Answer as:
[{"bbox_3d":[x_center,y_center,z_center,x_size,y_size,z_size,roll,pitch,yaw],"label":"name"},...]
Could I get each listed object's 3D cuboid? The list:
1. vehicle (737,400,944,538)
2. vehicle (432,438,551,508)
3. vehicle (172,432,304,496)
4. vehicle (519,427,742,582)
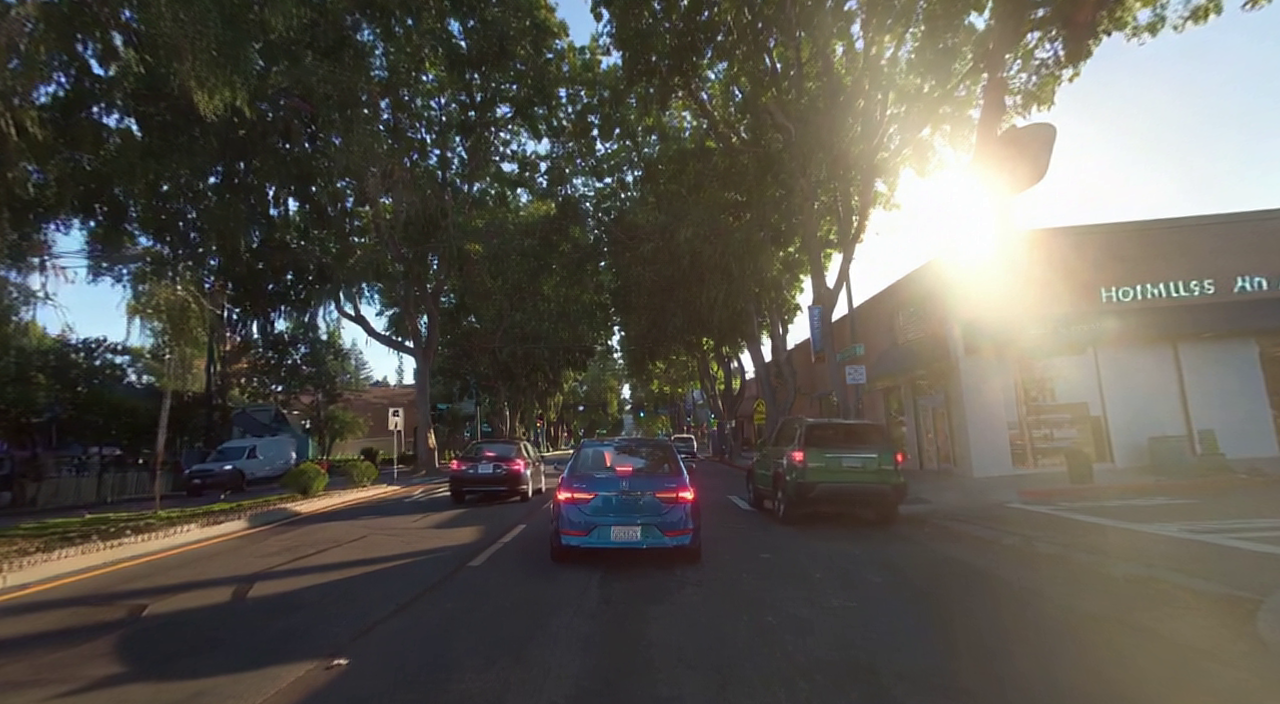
[{"bbox_3d":[3.284,2.044,11.544,2.152,1.987,4.527,0,-9,-2],"label":"vehicle"},{"bbox_3d":[-3.475,2.892,15.535,1.905,1.473,4.016,0,-9,1],"label":"vehicle"},{"bbox_3d":[-19.176,5.346,30.565,2.286,2.777,5.926,0,-9,1],"label":"vehicle"},{"bbox_3d":[-0.116,1.783,8.202,2.160,1.482,4.037,0,-9,-1],"label":"vehicle"}]
